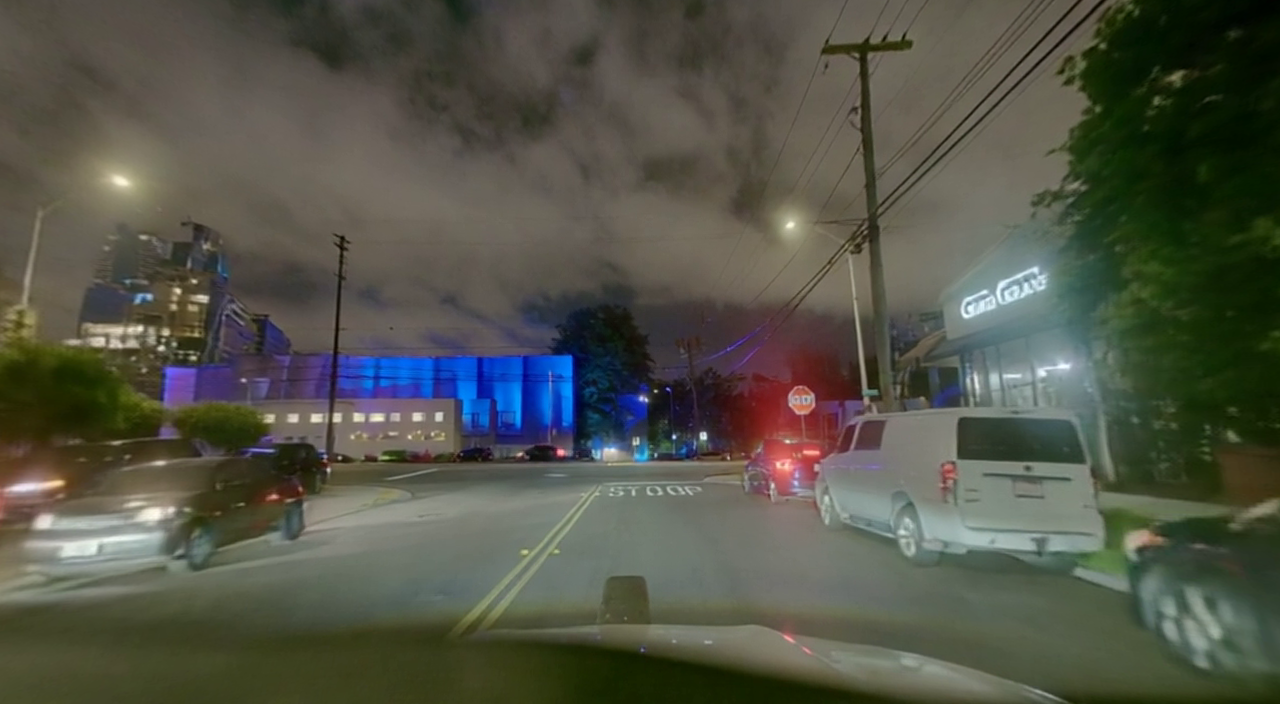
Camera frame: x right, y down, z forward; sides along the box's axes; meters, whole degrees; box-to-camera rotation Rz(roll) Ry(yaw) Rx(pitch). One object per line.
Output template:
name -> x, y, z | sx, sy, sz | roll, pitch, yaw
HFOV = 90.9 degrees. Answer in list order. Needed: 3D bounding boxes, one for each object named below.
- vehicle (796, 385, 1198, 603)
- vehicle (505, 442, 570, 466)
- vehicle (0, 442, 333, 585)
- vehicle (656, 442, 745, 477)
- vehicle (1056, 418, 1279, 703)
vehicle -> 3.753, 1.541, 7.982 | 2.178, 1.856, 4.756 | 2, -7, -2
vehicle -> -7.812, 7.792, 48.284 | 4.689, 1.803, 1.958 | 0, -8, -2
vehicle -> -6.037, 1.989, 8.594 | 1.820, 1.482, 3.737 | 0, -8, -1
vehicle -> 2.892, 4.926, 29.284 | 2.033, 1.464, 4.645 | -6, -10, 36
vehicle -> 3.937, 0.941, 2.264 | 1.840, 1.452, 4.517 | 0, -8, 1
